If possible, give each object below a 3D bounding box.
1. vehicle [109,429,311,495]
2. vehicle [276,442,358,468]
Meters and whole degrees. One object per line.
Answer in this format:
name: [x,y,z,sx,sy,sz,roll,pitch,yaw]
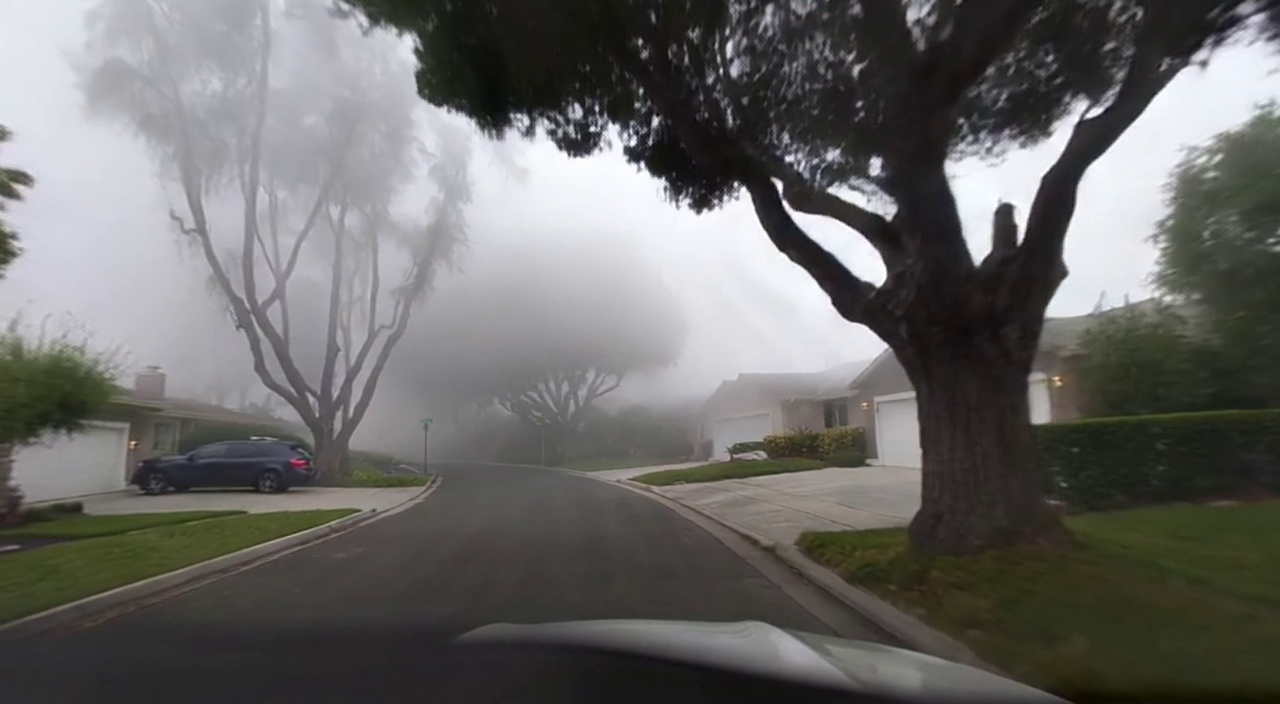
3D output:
vehicle: [-13.403,3.440,20.116,4.961,1.757,1.971,2,-9,-24]
vehicle: [-20.999,6.717,41.139,4.471,1.638,1.877,3,-9,-19]
